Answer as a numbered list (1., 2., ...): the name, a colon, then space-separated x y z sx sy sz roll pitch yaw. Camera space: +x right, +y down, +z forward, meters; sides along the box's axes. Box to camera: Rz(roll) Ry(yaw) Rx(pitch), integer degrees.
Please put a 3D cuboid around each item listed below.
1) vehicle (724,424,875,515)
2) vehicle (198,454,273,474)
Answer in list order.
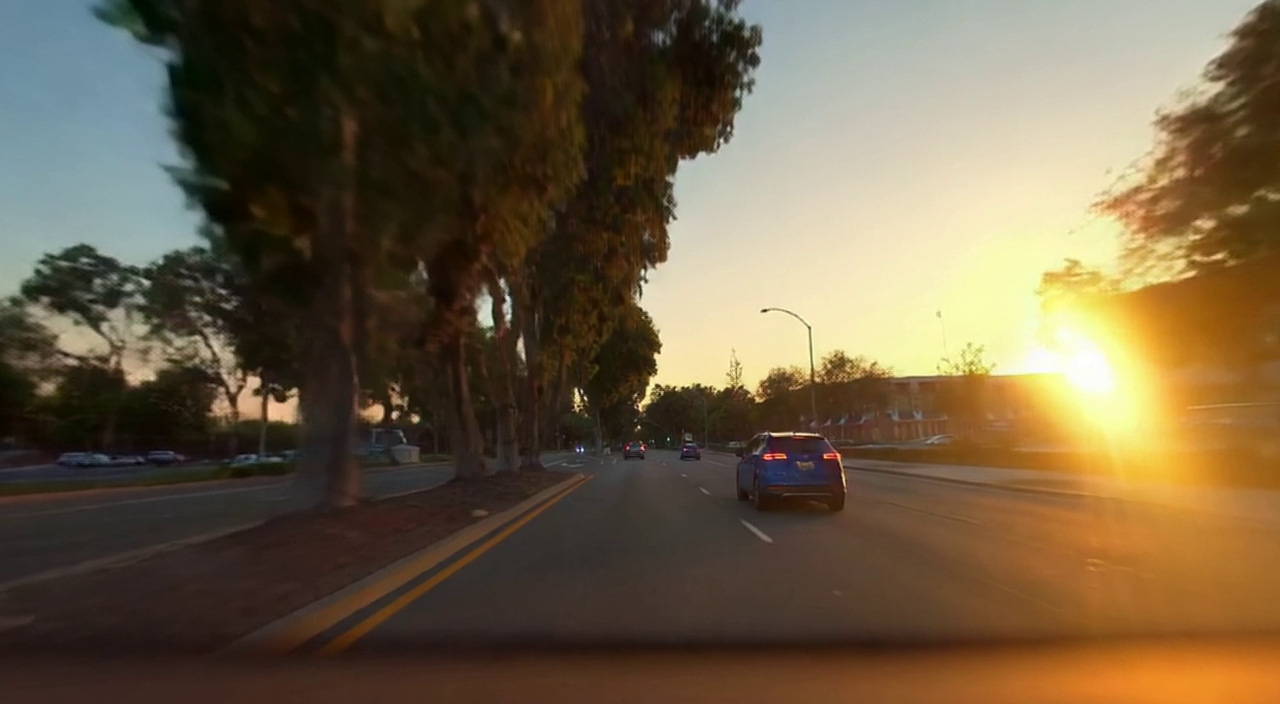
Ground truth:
1. vehicle: 3.233 2.476 13.813 2.060 1.665 4.284 0 -8 -2
2. vehicle: -31.023 8.591 48.546 4.415 1.418 1.961 0 -8 -1
